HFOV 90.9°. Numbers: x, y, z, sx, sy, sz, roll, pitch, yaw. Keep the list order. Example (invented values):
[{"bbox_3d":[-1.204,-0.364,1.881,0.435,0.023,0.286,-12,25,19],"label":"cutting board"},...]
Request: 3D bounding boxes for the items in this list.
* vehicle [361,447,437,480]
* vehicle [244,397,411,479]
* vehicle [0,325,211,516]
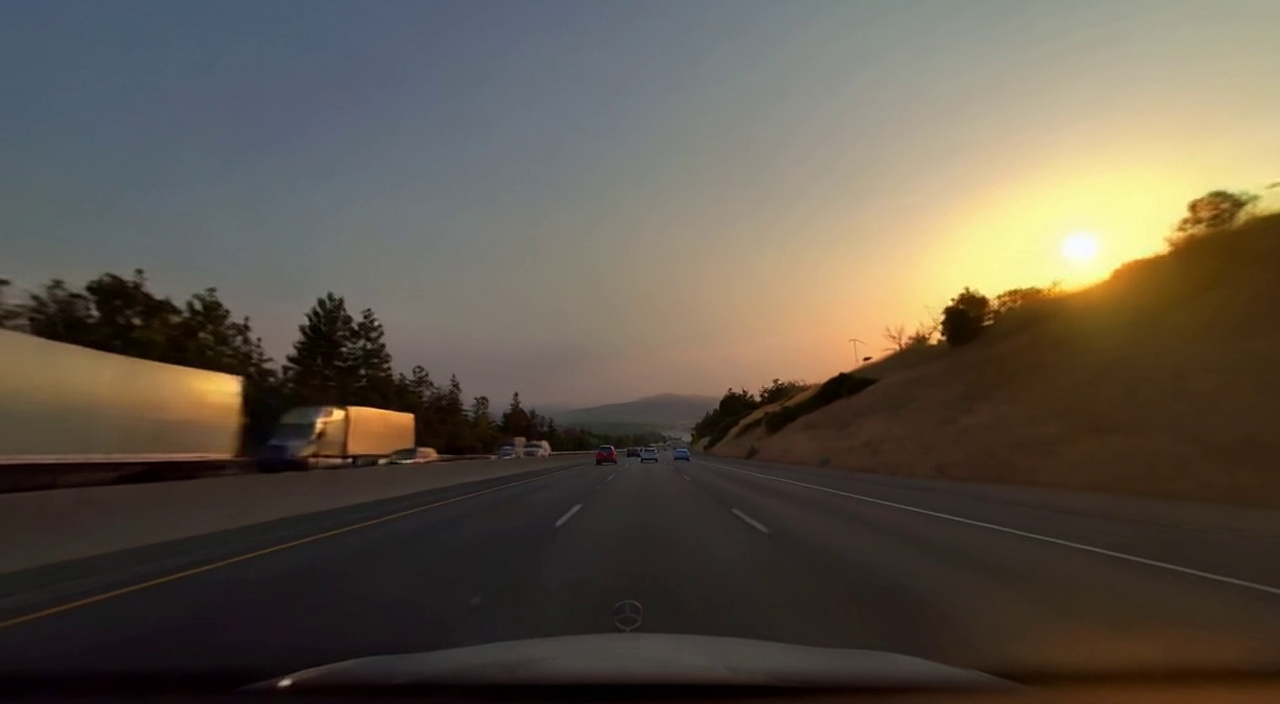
[{"bbox_3d":[-11.482,5.330,30.363,2.007,1.490,4.119,0,-9,1],"label":"vehicle"},{"bbox_3d":[-18.505,5.484,39.262,2.883,4.113,14.175,0,-9,1],"label":"vehicle"},{"bbox_3d":[-15.396,1.356,12.872,2.870,4.109,14.317,0,-9,1],"label":"vehicle"}]
